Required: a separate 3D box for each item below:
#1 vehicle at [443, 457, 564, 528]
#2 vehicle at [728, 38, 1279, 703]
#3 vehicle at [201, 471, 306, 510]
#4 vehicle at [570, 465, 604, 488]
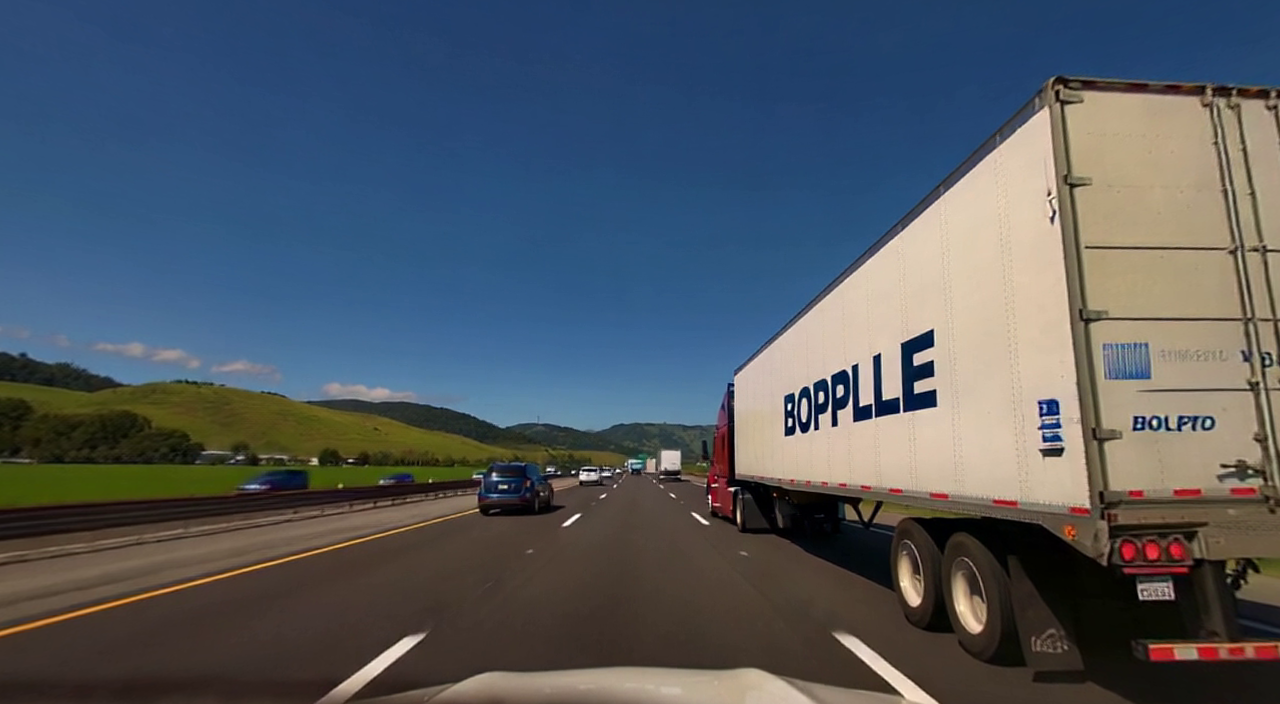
[{"bbox_3d":[-3.255,3.475,15.967,2.021,1.505,4.286,1,-11,1],"label":"vehicle"},{"bbox_3d":[3.969,1.305,10.565,2.839,4.062,14.051,1,-11,-1],"label":"vehicle"},{"bbox_3d":[-15.769,5.638,25.955,1.783,1.448,3.956,1,-11,0],"label":"vehicle"},{"bbox_3d":[-3.995,9.496,48.142,2.088,1.566,4.853,1,-11,1],"label":"vehicle"}]
